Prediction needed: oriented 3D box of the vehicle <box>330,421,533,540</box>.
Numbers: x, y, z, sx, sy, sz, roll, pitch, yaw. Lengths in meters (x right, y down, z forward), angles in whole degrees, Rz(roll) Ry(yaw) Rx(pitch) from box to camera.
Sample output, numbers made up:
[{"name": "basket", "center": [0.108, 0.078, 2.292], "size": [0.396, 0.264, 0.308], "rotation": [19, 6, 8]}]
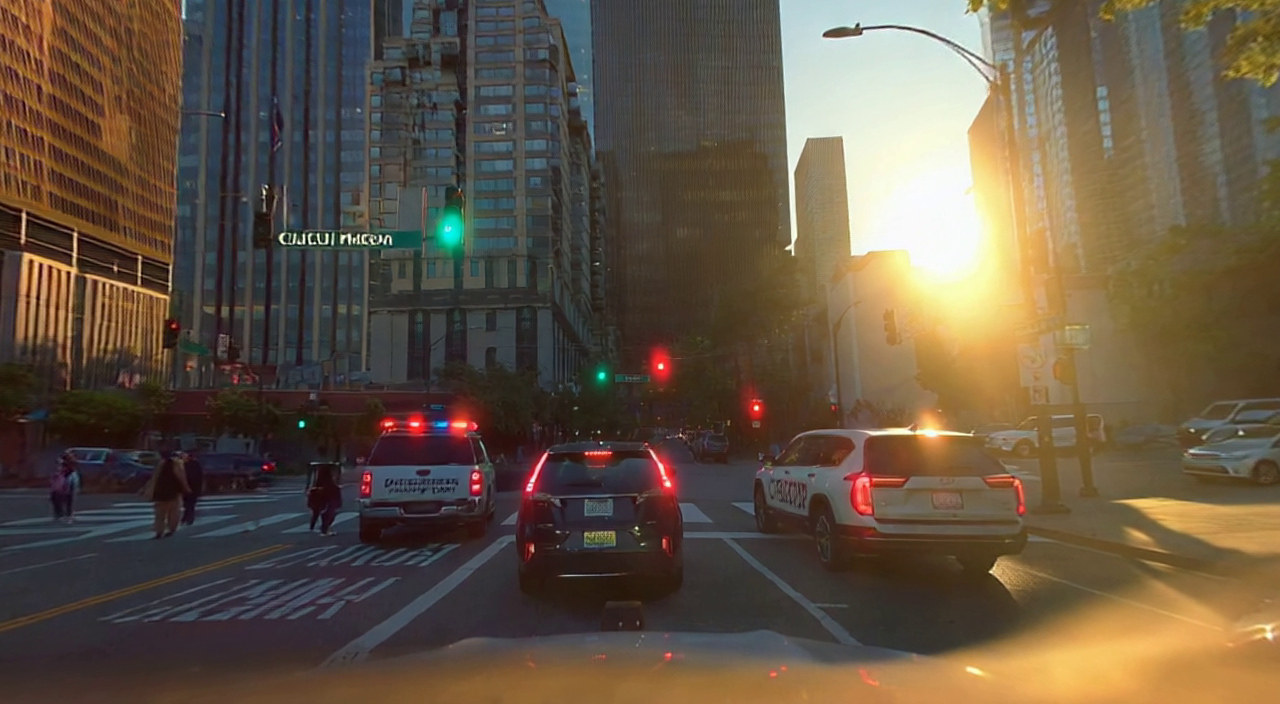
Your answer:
[{"name": "vehicle", "center": [-3.695, 2.392, 12.526], "size": [2.190, 1.840, 5.272], "rotation": [0, -8, 0]}]

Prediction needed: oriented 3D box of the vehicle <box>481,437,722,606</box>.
[{"name": "vehicle", "center": [-0.360, 1.787, 7.647], "size": [2.092, 1.454, 4.132], "rotation": [0, -8, -1]}]

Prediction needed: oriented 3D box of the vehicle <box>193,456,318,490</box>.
[{"name": "vehicle", "center": [-17.911, 5.617, 29.537], "size": [4.673, 1.478, 2.114], "rotation": [-2, -9, 11]}]

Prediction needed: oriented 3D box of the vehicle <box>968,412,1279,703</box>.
[{"name": "vehicle", "center": [2.740, 0.808, 1.119], "size": [1.902, 1.454, 4.540], "rotation": [0, -8, 0]}]

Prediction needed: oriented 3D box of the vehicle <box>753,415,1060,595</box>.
[{"name": "vehicle", "center": [3.041, 1.849, 8.630], "size": [2.072, 1.735, 4.759], "rotation": [0, -8, 0]}]

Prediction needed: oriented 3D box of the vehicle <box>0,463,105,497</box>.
[{"name": "vehicle", "center": [-28.995, 6.138, 30.439], "size": [4.636, 1.482, 1.886], "rotation": [0, -8, -1]}]

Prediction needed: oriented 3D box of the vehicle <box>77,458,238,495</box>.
[{"name": "vehicle", "center": [-20.261, 5.247, 26.704], "size": [5.153, 1.449, 1.966], "rotation": [0, -8, 0]}]
